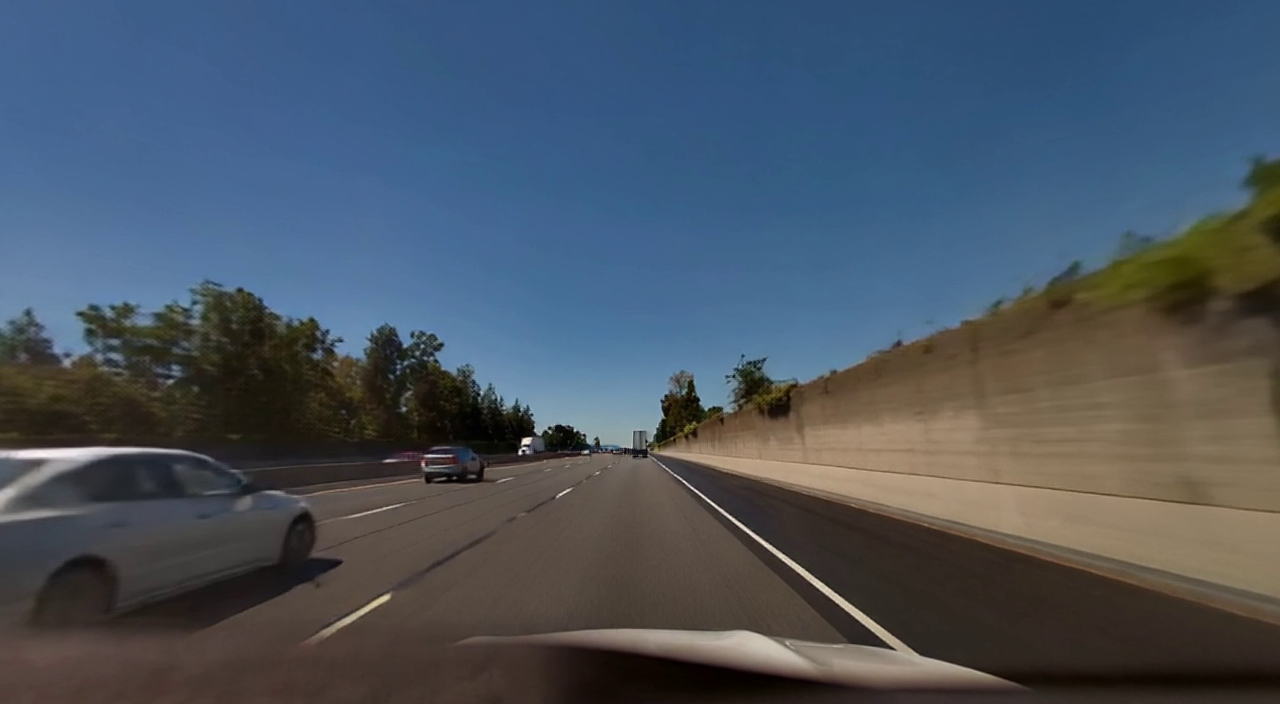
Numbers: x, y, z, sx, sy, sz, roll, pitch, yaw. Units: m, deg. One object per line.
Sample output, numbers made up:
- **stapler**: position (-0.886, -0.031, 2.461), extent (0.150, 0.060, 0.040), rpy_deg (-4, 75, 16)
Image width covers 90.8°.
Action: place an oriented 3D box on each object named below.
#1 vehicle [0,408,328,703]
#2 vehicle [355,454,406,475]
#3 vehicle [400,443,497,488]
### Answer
- **vehicle**: position (-3.873, 1.190, 3.937), extent (1.893, 1.521, 3.742), rpy_deg (0, -9, 0)
- **vehicle**: position (-19.245, 8.372, 46.978), extent (1.892, 1.447, 4.377), rpy_deg (0, -9, 1)
- **vehicle**: position (-7.425, 4.462, 25.083), extent (2.179, 1.577, 5.070), rpy_deg (0, -9, 1)
